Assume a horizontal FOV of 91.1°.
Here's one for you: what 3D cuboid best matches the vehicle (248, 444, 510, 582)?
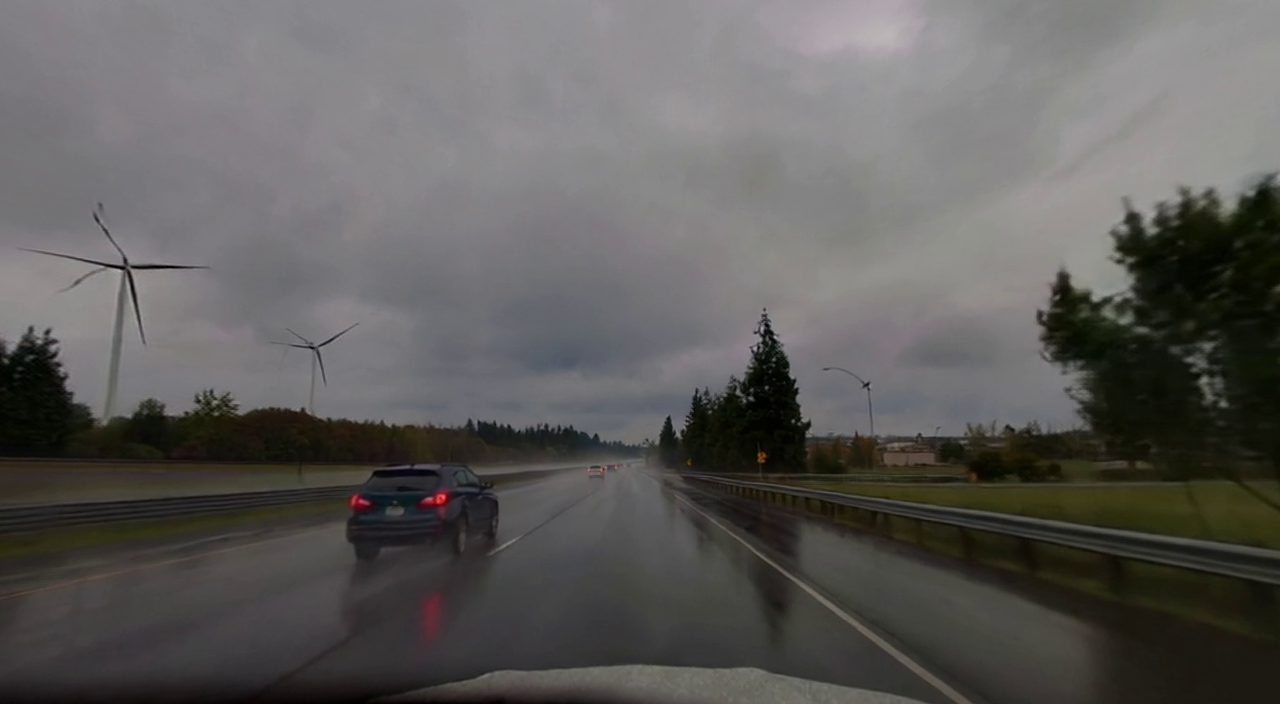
[{"bbox_3d":[-3.360,2.187,9.165,2.001,1.486,4.104,1,-10,0],"label":"vehicle"}]
